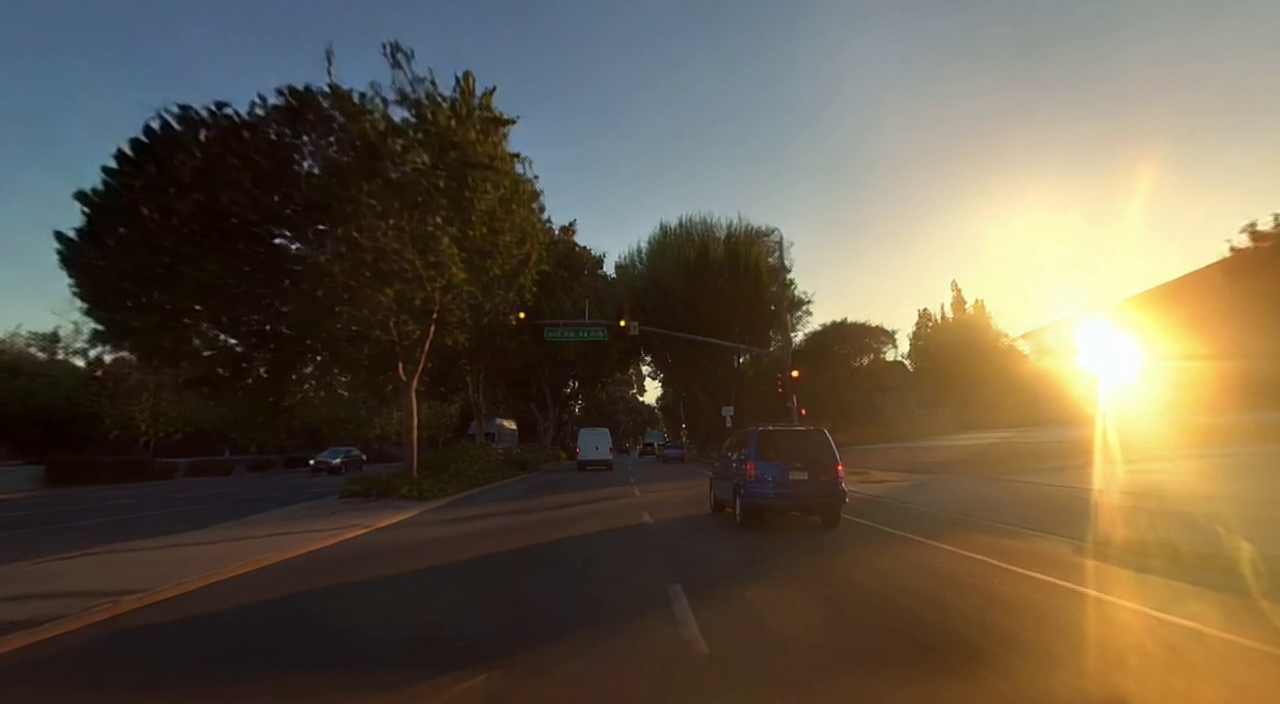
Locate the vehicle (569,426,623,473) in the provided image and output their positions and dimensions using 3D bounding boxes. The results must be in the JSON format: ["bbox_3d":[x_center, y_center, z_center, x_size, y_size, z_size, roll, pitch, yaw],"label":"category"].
[{"bbox_3d":[-2.026,4.666,30.424,2.228,2.054,4.309,0,-8,0],"label":"vehicle"}]

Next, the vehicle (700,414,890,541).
[{"bbox_3d":[2.265,1.977,10.538,1.965,1.671,4.146,0,-8,-2],"label":"vehicle"}]

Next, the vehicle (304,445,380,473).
[{"bbox_3d":[-16.821,6.030,35.926,2.139,1.493,4.521,0,-8,0],"label":"vehicle"}]

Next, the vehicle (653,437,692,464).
[{"bbox_3d":[2.093,6.574,42.290,2.248,1.692,4.252,0,-8,-2],"label":"vehicle"}]
